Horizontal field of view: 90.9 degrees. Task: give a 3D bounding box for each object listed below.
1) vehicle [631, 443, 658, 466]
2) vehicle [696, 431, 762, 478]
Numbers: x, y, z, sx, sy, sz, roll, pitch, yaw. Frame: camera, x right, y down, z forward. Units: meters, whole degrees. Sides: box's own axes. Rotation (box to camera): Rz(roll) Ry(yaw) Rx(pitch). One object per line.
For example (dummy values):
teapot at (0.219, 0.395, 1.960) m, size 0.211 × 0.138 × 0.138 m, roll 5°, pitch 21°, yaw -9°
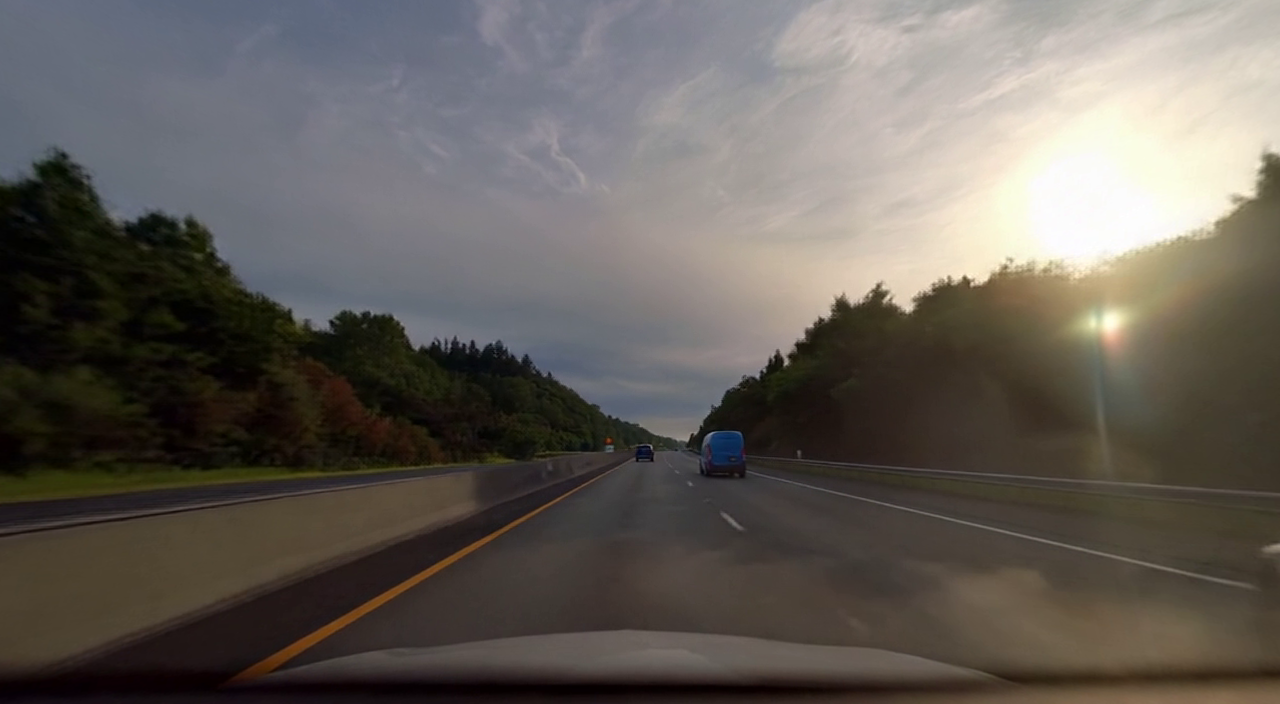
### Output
vehicle at (0.372, 8.096, 49.965) m, size 2.087 × 1.707 × 4.316 m, roll 0°, pitch -9°, yaw 1°
vehicle at (4.131, 4.899, 30.281) m, size 2.371 × 2.045 × 4.768 m, roll 0°, pitch -9°, yaw -1°
